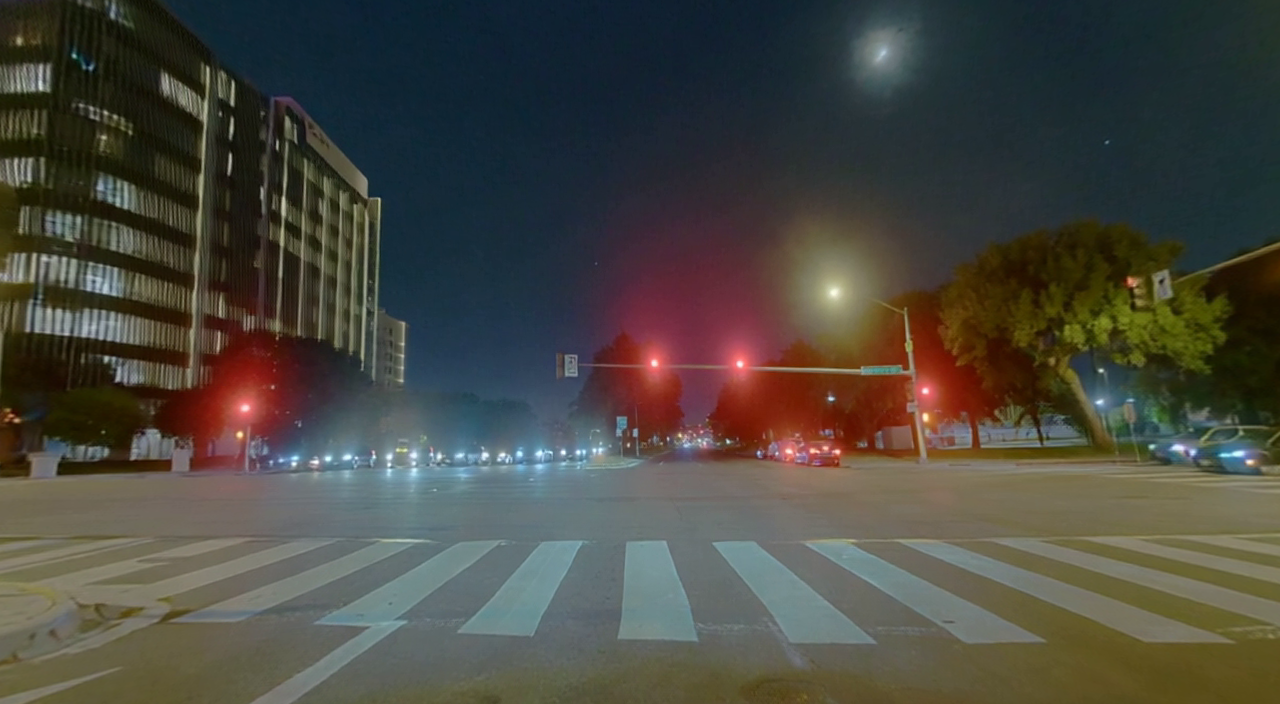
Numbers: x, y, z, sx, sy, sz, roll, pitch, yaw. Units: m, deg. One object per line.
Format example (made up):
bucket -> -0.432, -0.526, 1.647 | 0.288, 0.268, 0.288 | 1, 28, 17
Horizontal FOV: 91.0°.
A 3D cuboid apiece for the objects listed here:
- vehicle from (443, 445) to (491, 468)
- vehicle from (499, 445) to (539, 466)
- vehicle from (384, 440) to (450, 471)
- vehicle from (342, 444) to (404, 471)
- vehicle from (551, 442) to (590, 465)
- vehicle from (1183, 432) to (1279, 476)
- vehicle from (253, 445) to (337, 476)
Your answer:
vehicle -> -11.653, 7.058, 42.715 | 1.911, 1.476, 4.297 | -1, -9, 2
vehicle -> -8.118, 7.004, 42.616 | 1.910, 1.321, 3.692 | 0, -9, 1
vehicle -> -15.152, 7.038, 43.165 | 2.340, 1.946, 5.450 | 0, -9, 2
vehicle -> -18.565, 7.341, 44.000 | 2.237, 1.801, 4.541 | 0, -9, 1
vehicle -> -4.543, 6.707, 41.684 | 1.954, 1.431, 4.050 | -1, -9, 2
vehicle -> 22.309, 3.579, 22.251 | 4.474, 1.477, 1.908 | 0, -9, -3
vehicle -> -22.198, 6.956, 40.756 | 2.032, 1.839, 4.884 | -2, -9, 11
